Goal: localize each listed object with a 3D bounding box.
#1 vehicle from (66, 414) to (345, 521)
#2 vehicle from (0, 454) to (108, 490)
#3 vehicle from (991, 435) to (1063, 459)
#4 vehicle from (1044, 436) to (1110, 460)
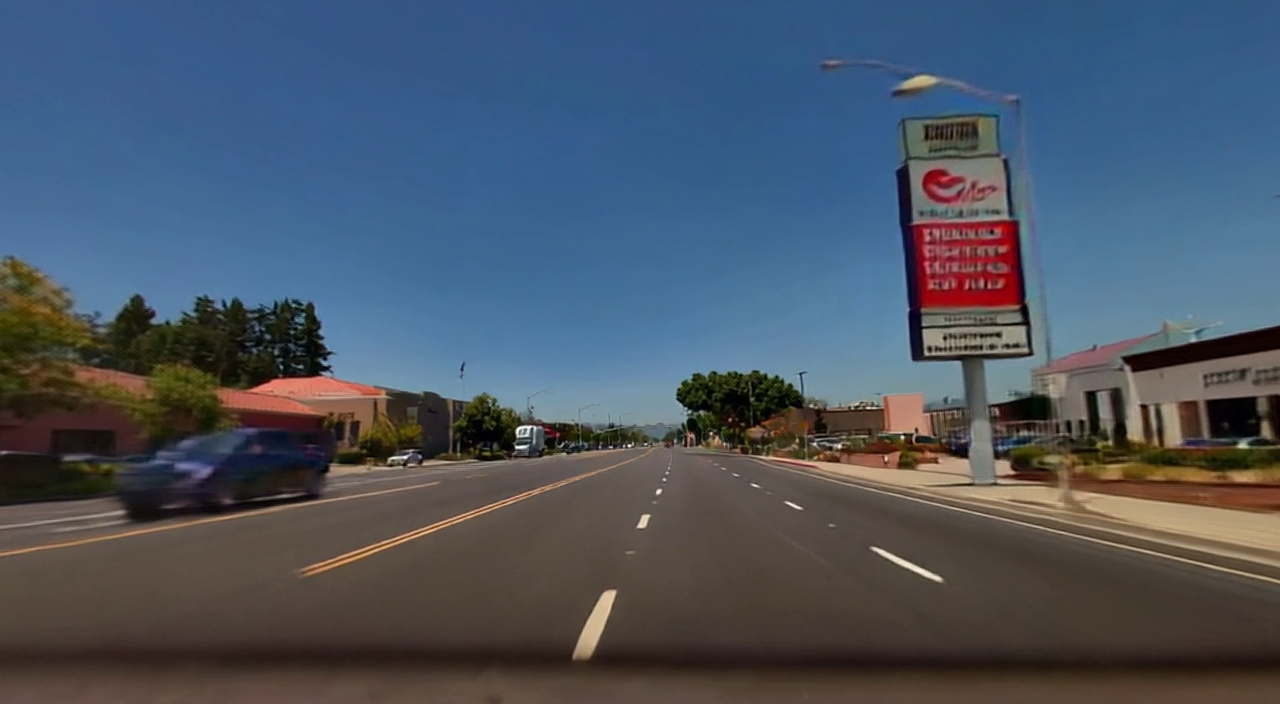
[{"bbox_3d":[-9.008,2.471,13.948,2.157,1.883,5.286,-1,-9,3],"label":"vehicle"},{"bbox_3d":[-26.451,5.214,27.625,4.553,1.445,1.942,0,-9,1],"label":"vehicle"},{"bbox_3d":[28.045,6.954,46.019,2.129,1.652,5.150,0,-9,2],"label":"vehicle"},{"bbox_3d":[31.180,6.874,45.231,1.825,1.572,4.229,0,-9,3],"label":"vehicle"}]
